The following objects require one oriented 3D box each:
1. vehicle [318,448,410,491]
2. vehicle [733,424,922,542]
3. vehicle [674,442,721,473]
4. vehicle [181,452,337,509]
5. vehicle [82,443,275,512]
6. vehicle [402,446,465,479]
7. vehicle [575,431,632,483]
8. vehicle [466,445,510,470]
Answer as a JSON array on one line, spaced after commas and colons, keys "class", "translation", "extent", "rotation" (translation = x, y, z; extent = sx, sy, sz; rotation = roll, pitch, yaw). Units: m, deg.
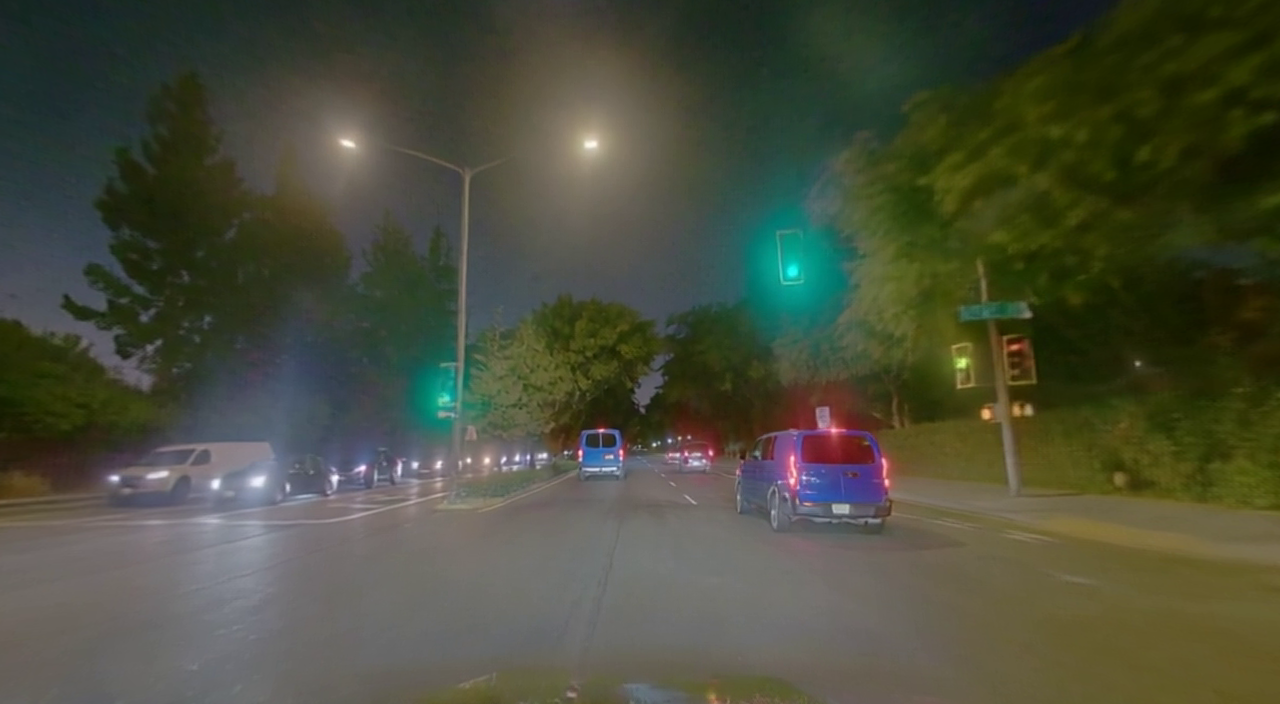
[{"class": "vehicle", "translation": [-11.405, 4.831, 26.432], "extent": [1.956, 1.625, 4.123], "rotation": [0, -8, 0]}, {"class": "vehicle", "translation": [3.014, 2.194, 11.230], "extent": [1.965, 1.671, 4.146], "rotation": [0, -8, -2]}, {"class": "vehicle", "translation": [3.229, 6.036, 36.413], "extent": [2.248, 1.692, 4.252], "rotation": [0, -8, -1]}, {"class": "vehicle", "translation": [-11.449, 3.847, 19.463], "extent": [2.128, 1.496, 4.432], "rotation": [0, -8, -2]}, {"class": "vehicle", "translation": [-15.249, 4.116, 21.495], "extent": [2.299, 2.015, 5.743], "rotation": [0, -8, -2]}, {"class": "vehicle", "translation": [-11.138, 5.943, 34.331], "extent": [1.988, 1.689, 4.047], "rotation": [0, -8, 1]}, {"class": "vehicle", "translation": [-1.479, 4.499, 27.411], "extent": [2.228, 2.054, 4.309], "rotation": [0, -8, 0]}, {"class": "vehicle", "translation": [-11.355, 7.871, 47.414], "extent": [2.091, 1.806, 4.859], "rotation": [0, -8, 0]}]
